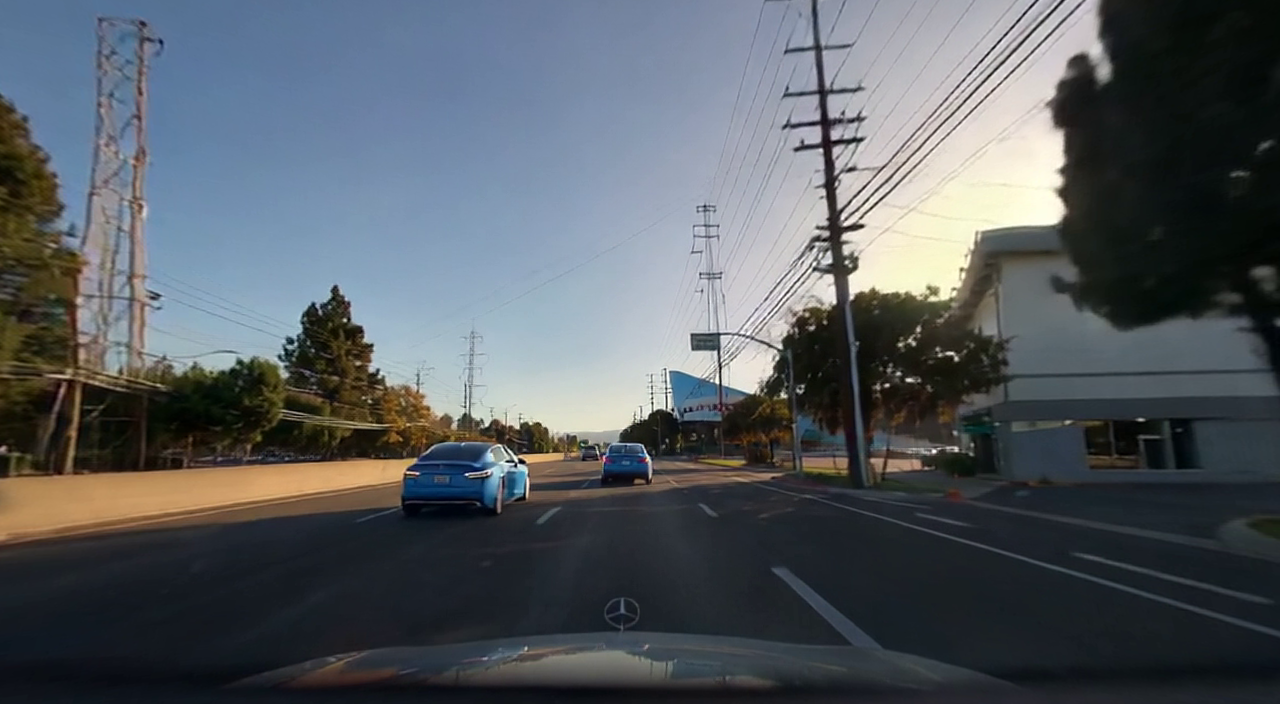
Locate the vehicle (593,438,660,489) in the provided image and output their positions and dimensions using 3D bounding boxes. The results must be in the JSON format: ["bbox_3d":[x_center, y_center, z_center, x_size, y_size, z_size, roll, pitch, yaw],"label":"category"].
[{"bbox_3d":[-0.445,3.952,22.744,2.189,1.652,4.135,0,-9,0],"label":"vehicle"}]

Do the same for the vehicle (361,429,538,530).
[{"bbox_3d":[-3.457,2.416,12.617,1.985,1.607,4.892,0,-9,0],"label":"vehicle"}]
